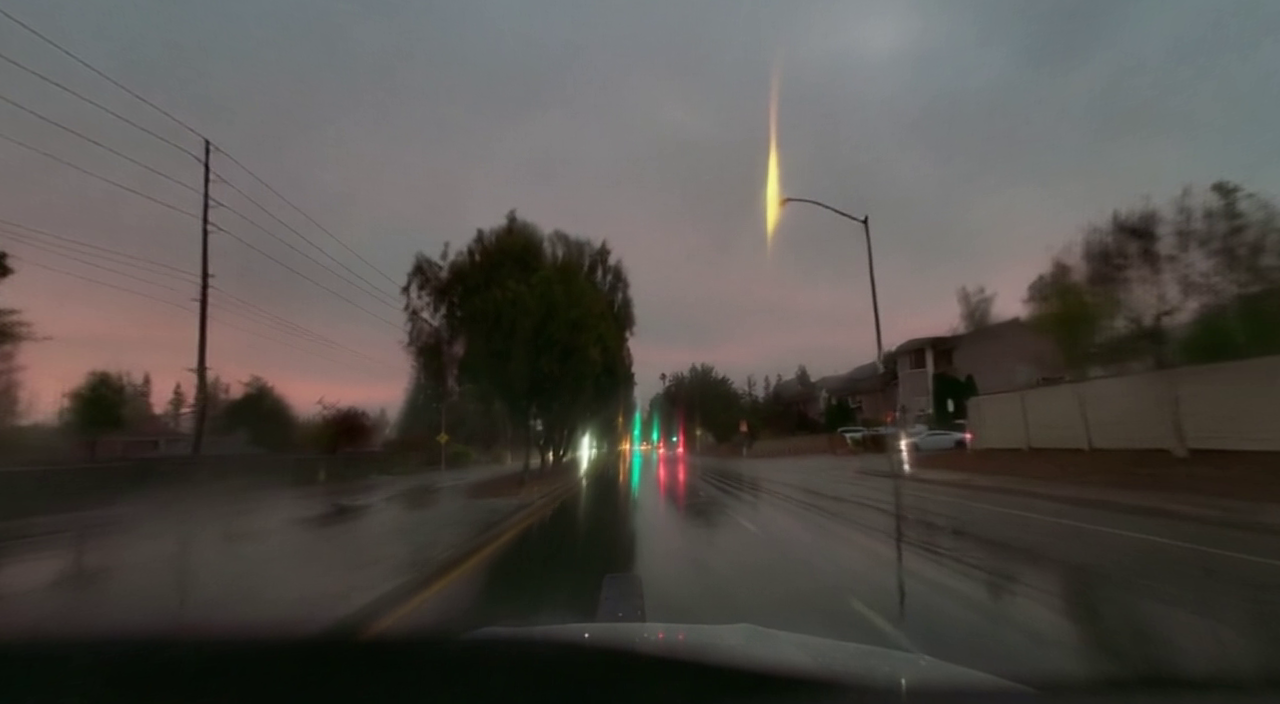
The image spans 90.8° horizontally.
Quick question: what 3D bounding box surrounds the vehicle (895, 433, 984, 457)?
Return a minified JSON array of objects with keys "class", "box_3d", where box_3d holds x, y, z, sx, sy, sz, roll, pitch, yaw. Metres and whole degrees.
[{"class":"vehicle","box_3d":[18.782,5.870,39.769,4.536,1.453,2.128,0,-9,-2]}]
